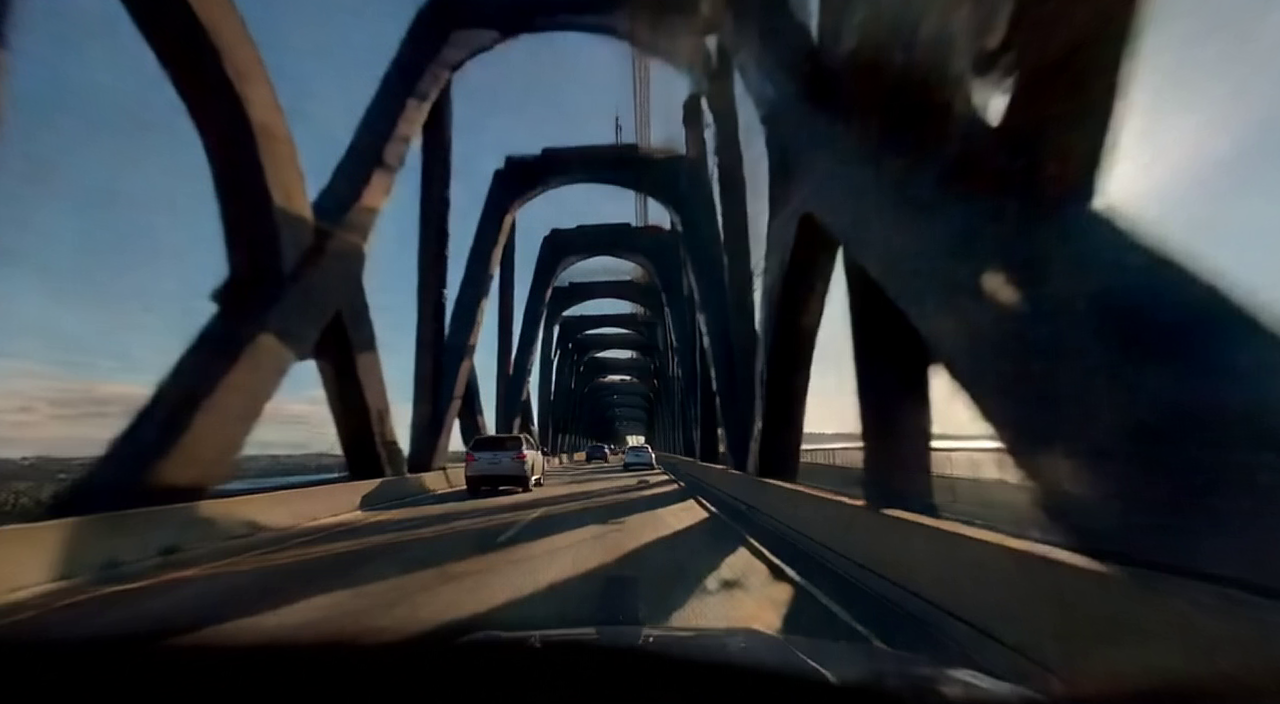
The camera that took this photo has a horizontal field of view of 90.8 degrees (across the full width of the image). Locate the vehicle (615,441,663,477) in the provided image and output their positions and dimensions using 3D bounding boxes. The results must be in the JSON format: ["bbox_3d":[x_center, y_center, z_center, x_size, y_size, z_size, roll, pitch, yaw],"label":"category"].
[{"bbox_3d":[-0.058,4.799,28.562,2.048,1.450,3.973,0,-9,0],"label":"vehicle"}]

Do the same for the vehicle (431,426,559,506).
[{"bbox_3d":[-3.617,2.960,16.846,2.190,1.807,4.741,-1,-9,1],"label":"vehicle"}]
